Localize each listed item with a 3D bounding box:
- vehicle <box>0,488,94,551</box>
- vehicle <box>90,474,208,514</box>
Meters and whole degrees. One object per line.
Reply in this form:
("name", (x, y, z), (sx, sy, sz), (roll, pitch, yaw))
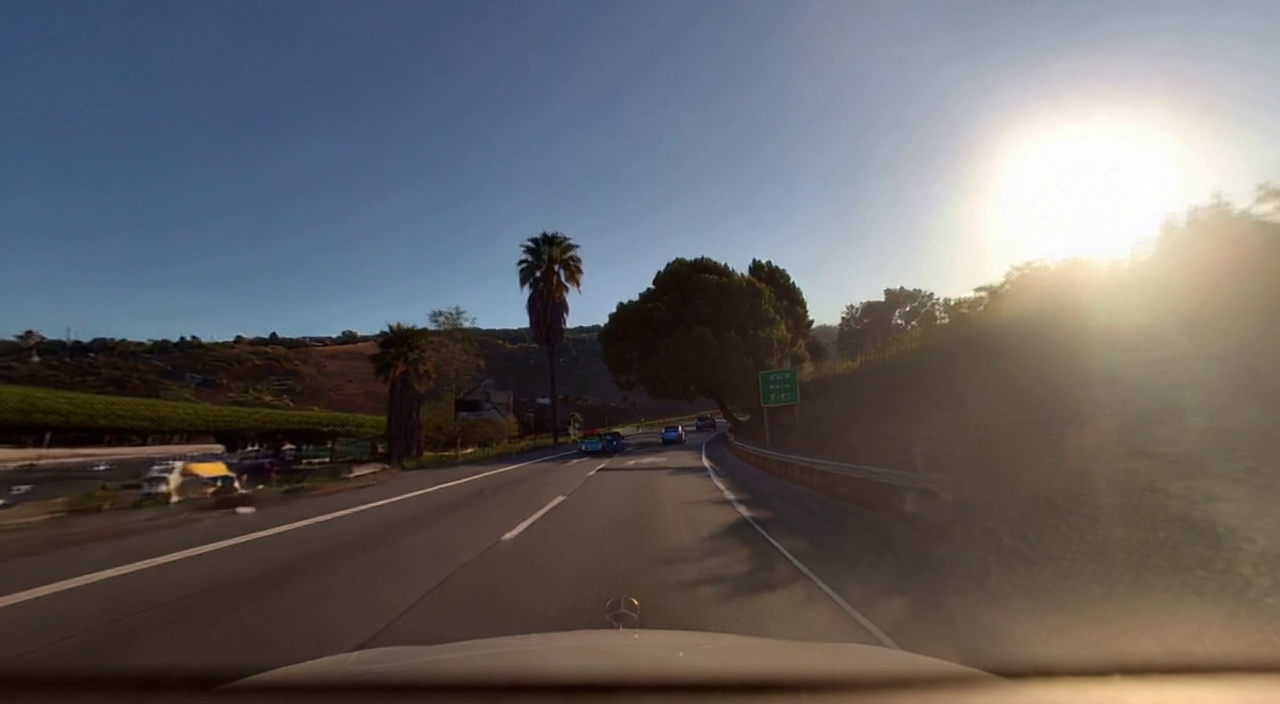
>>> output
("vehicle", (-20.892, 5.492, 20.739), (1.956, 1.716, 4.330), (0, -8, 0))
("vehicle", (-27.220, 7.869, 35.381), (2.281, 1.759, 5.531), (0, -8, -2))
